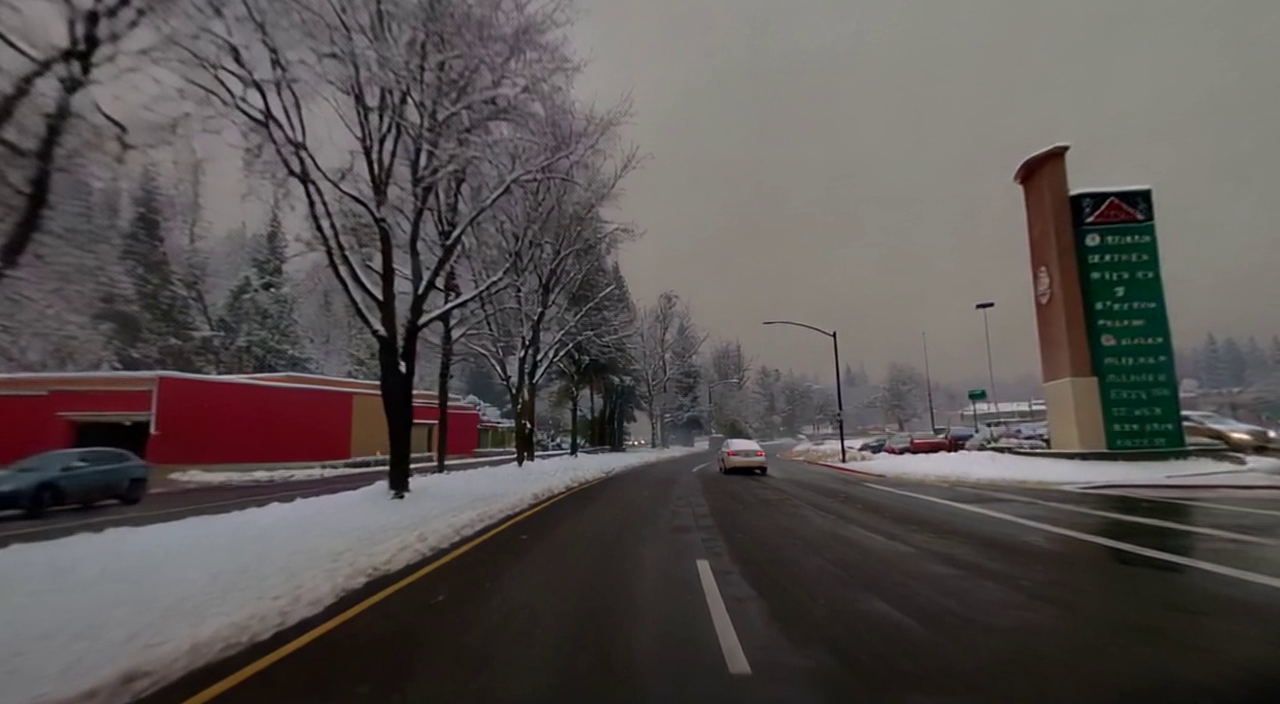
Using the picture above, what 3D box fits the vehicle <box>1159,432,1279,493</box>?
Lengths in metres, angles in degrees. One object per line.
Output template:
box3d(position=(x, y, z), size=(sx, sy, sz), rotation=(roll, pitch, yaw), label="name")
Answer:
box3d(position=(17.572, 3.033, 17.500), size=(4.512, 1.561, 1.846), rotation=(-7, -10, 28), label="vehicle")

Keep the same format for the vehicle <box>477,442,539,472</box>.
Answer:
box3d(position=(-7.023, 5.626, 34.114), size=(1.961, 1.468, 4.396), rotation=(-1, -8, 7), label="vehicle")

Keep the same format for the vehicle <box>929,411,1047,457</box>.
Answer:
box3d(position=(22.141, 5.300, 40.487), size=(6.303, 2.740, 2.215), rotation=(-5, -9, 28), label="vehicle")

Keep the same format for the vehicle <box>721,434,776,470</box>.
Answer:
box3d(position=(4.775, 4.494, 28.539), size=(2.132, 1.497, 4.827), rotation=(-1, -8, 6), label="vehicle")

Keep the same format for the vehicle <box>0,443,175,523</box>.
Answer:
box3d(position=(-14.316, 3.212, 16.013), size=(1.778, 1.647, 4.072), rotation=(-4, -8, 5), label="vehicle")

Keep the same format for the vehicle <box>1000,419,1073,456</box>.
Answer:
box3d(position=(21.847, 4.764, 35.037), size=(2.406, 1.847, 5.320), rotation=(-4, -9, 22), label="vehicle")

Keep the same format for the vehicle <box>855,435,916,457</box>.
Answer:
box3d(position=(16.786, 6.444, 43.217), size=(3.655, 1.464, 1.759), rotation=(-5, -10, 28), label="vehicle")
